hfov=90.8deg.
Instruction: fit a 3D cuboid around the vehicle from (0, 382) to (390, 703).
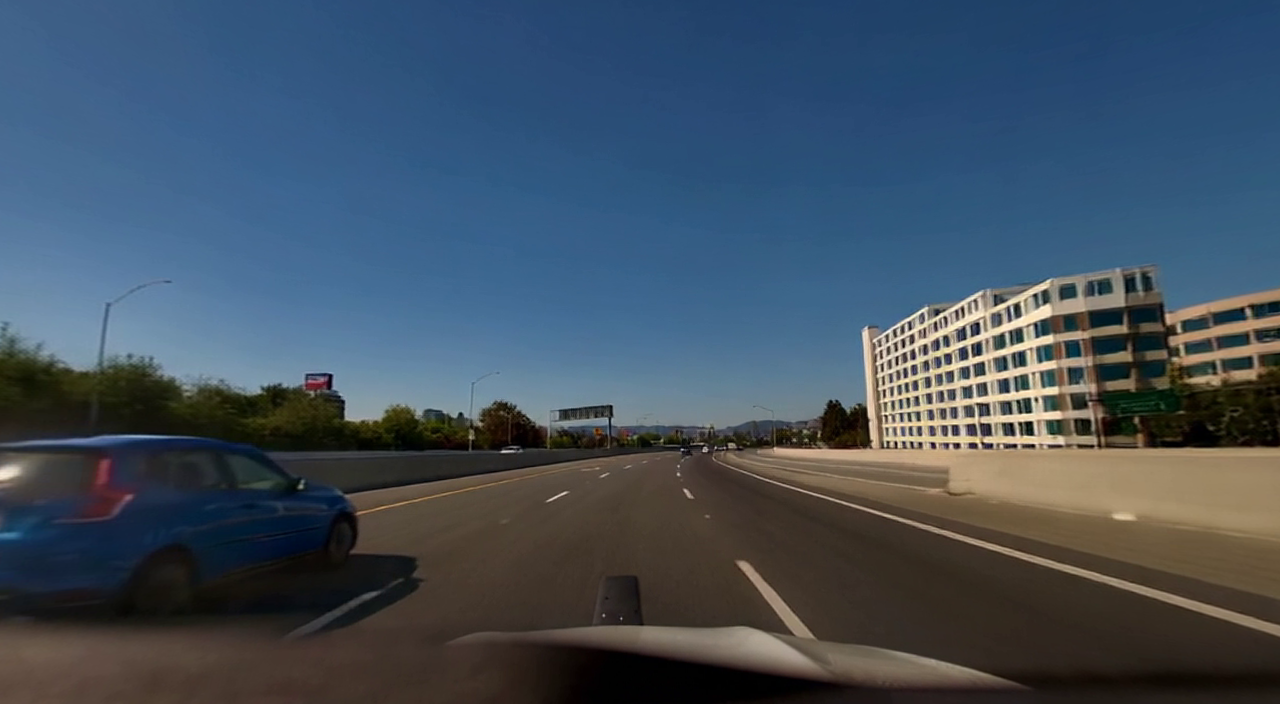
[{"bbox_3d":[-3.884,1.203,4.641,2.087,1.566,4.756,0,-9,1],"label":"vehicle"}]
